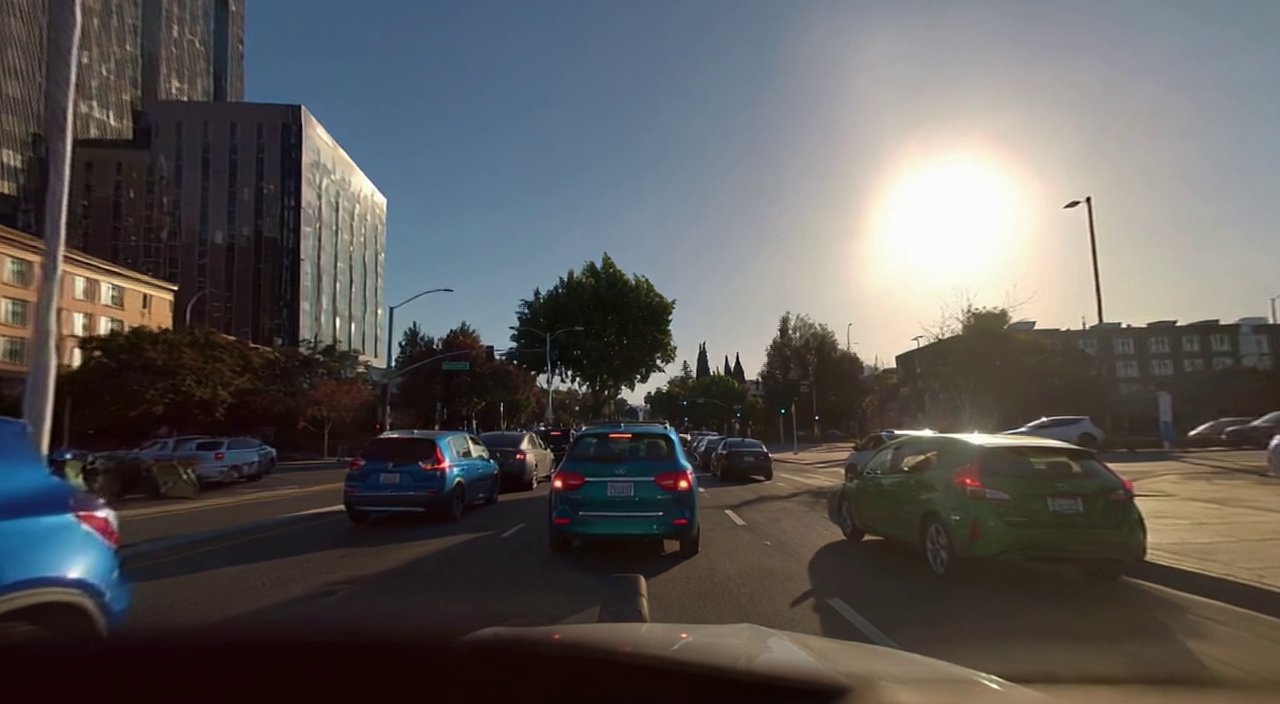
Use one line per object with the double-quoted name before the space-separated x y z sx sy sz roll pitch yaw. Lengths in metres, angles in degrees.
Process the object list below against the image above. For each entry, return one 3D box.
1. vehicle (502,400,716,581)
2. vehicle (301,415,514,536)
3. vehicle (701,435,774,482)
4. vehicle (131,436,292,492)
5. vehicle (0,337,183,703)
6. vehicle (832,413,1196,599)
"vehicle" -0.243 1.615 8.085 2.022 1.700 4.084 0 -8 1
"vehicle" -3.744 2.076 11.132 2.012 1.701 4.316 0 -8 1
"vehicle" 3.330 3.731 22.232 1.948 1.475 4.093 0 -8 0
"vehicle" -15.242 3.987 22.830 1.972 1.759 5.347 0 -8 1
"vehicle" -3.455 0.612 1.036 2.047 1.710 4.314 0 -8 1
"vehicle" 3.770 1.592 7.312 1.847 1.554 3.885 0 -8 1
